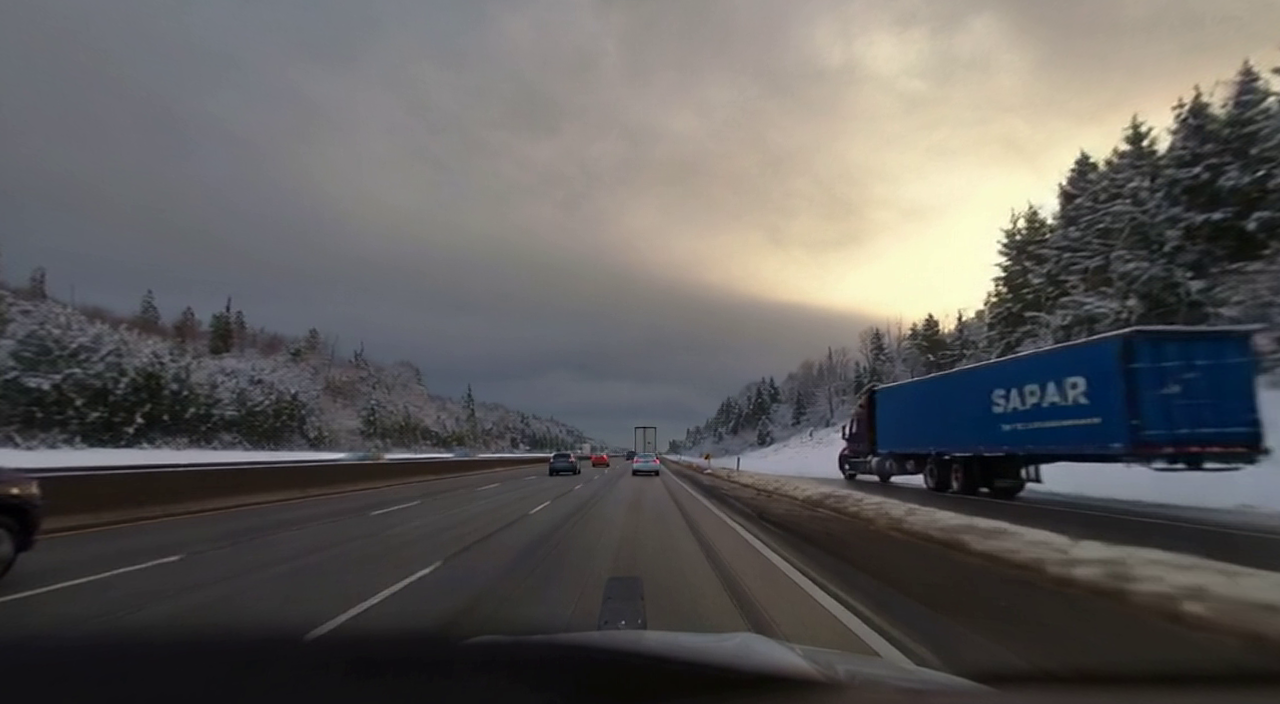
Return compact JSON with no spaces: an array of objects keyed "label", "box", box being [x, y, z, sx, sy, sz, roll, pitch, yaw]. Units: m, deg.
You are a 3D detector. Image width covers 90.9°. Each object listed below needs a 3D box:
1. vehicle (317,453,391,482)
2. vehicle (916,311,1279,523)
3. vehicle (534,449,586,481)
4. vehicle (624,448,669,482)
[{"label":"vehicle","box":[-15.190,6.141,33.722,1.973,1.398,4.136,0,-9,1]},{"label":"vehicle","box":[11.478,1.976,17.129,3.020,4.143,9.468,0,-9,-4]},{"label":"vehicle","box":[-4.031,5.762,32.438,2.018,1.504,4.431,0,-9,1]},{"label":"vehicle","box":[0.259,5.340,29.907,1.991,1.507,3.391,0,-9,-1]}]
